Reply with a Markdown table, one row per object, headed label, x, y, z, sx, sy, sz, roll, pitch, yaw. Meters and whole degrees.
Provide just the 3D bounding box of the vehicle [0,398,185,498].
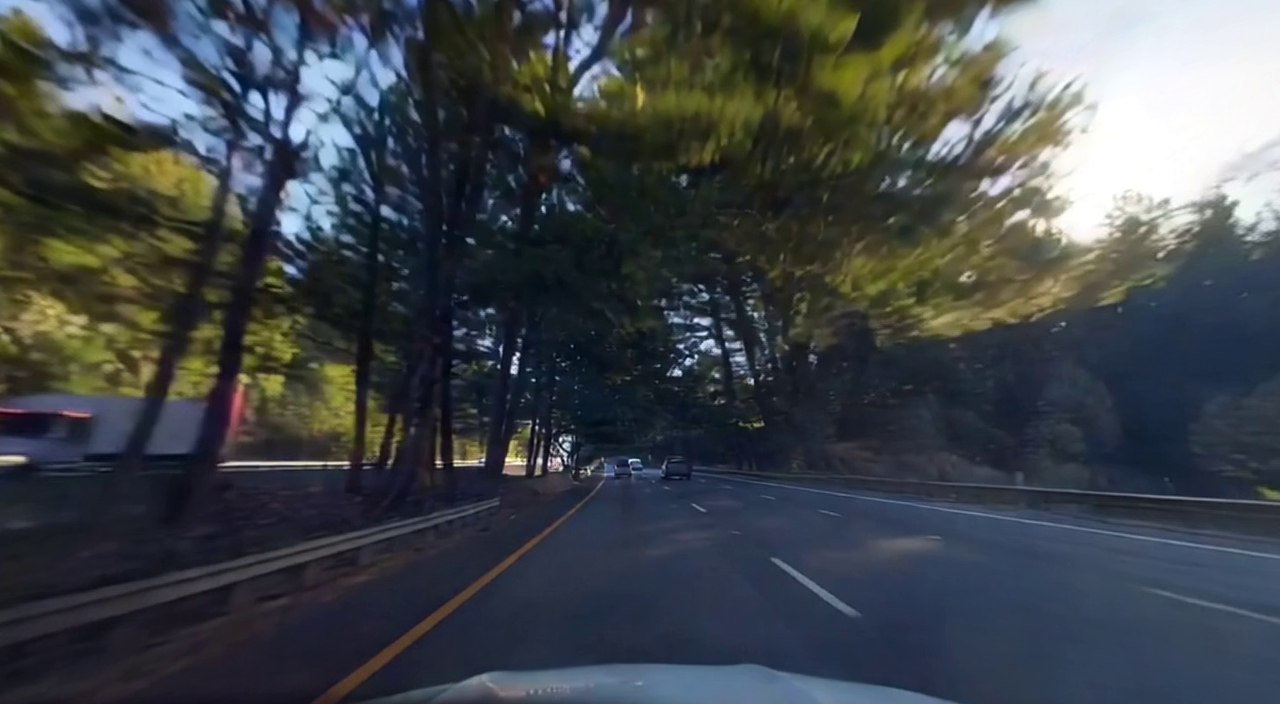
| label | x | y | z | sx | sy | sz | roll | pitch | yaw |
| --- | --- | --- | --- | --- | --- | --- | --- | --- | --- |
| vehicle | -13.973 | 2.369 | 15.168 | 2.240 | 1.991 | 5.012 | 1 | -10 | -1 |
